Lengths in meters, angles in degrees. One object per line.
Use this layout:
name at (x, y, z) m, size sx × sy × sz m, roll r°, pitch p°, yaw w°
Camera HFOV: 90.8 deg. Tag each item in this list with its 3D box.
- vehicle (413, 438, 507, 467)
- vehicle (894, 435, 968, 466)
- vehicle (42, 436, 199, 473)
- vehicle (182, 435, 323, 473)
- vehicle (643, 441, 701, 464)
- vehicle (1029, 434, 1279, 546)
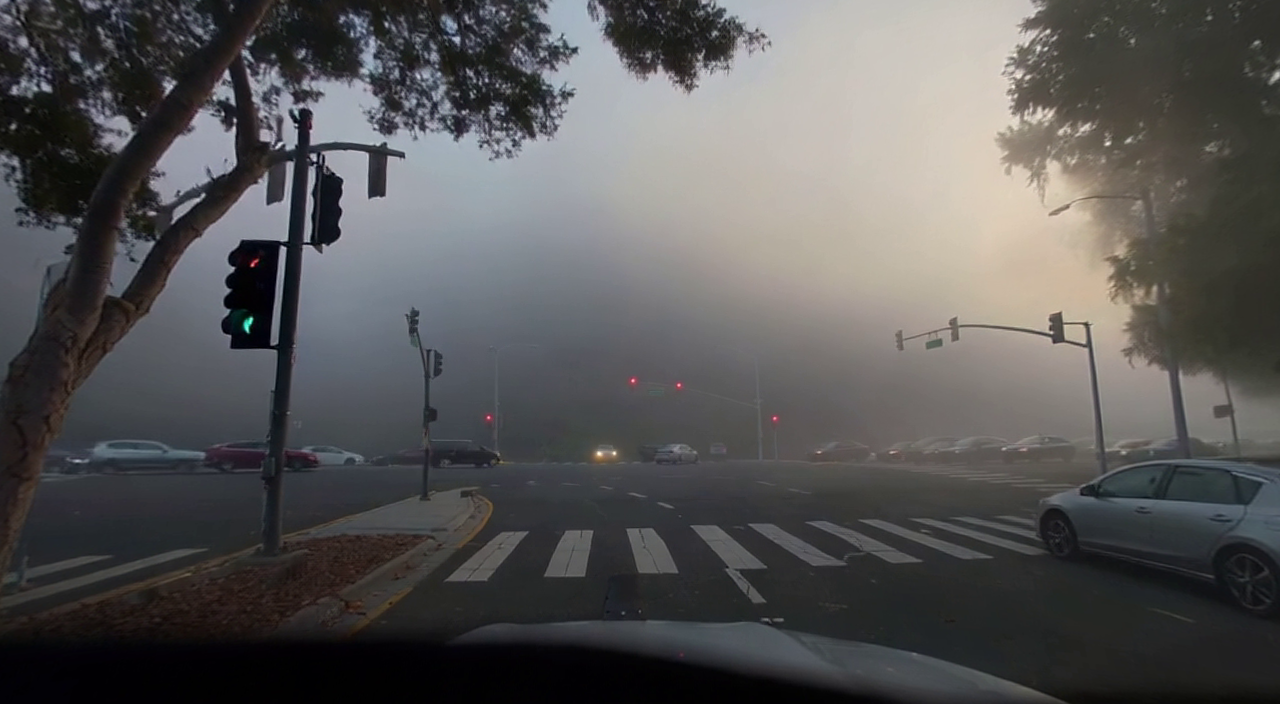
vehicle at (-9.953, 5.574, 35.150) m, size 4.580 × 1.472 × 1.891 m, roll 7°, pitch -11°, yaw -40°
vehicle at (15.844, 5.393, 34.649) m, size 2.001 × 1.561 × 4.481 m, roll 0°, pitch -8°, yaw 1°
vehicle at (-22.258, 4.412, 27.314) m, size 4.709 × 1.514 × 1.985 m, roll 3°, pitch -9°, yaw -18°
vehicle at (-16.100, 4.268, 26.561) m, size 4.671 × 1.465 × 1.934 m, roll 3°, pitch -9°, yaw -21°
vehicle at (2.274, 6.867, 43.454) m, size 1.935 × 1.476 × 4.849 m, roll -5°, pitch -10°, yaw 30°
vehicle at (9.292, 2.288, 11.073) m, size 1.993 × 1.505 × 4.721 m, roll 3°, pitch -9°, yaw 0°
